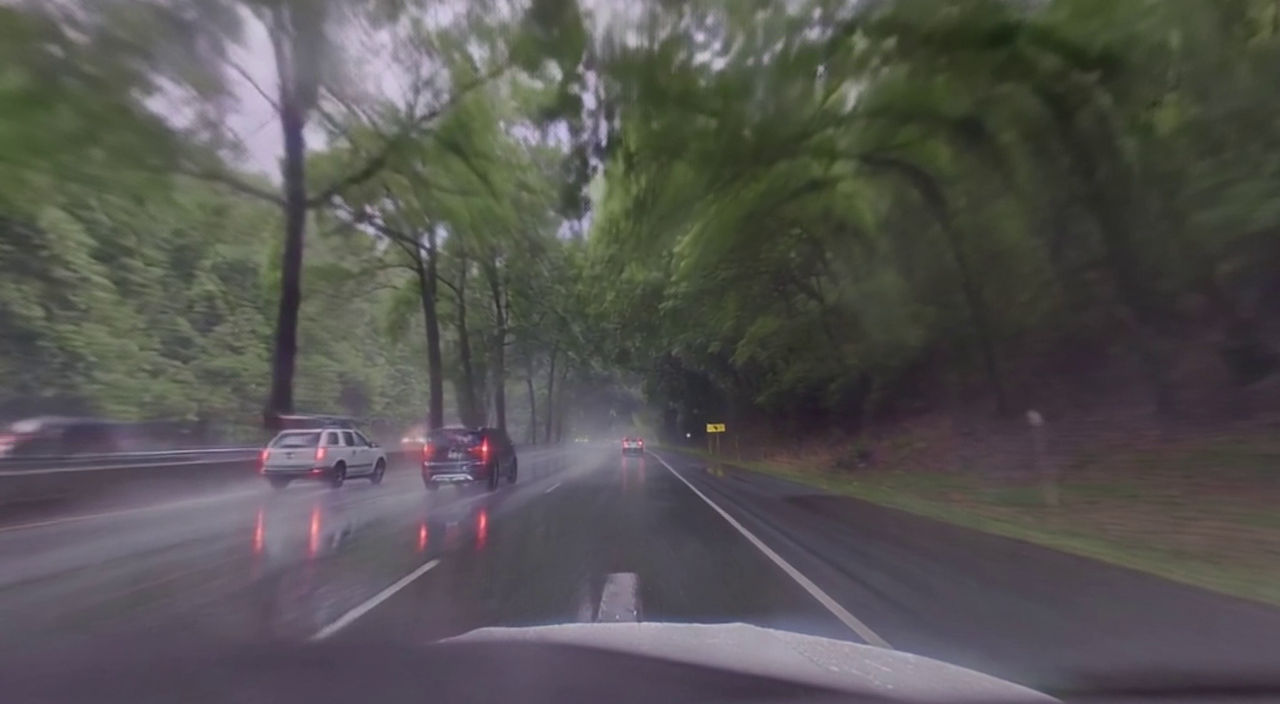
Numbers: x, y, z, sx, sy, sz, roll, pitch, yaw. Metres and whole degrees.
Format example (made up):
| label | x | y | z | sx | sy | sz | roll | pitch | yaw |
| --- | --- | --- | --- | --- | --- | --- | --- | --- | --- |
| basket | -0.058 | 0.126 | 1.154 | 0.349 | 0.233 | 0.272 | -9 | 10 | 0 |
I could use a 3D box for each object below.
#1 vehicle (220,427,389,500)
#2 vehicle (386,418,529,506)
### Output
| label | x | y | z | sx | sy | sz | roll | pitch | yaw |
| --- | --- | --- | --- | --- | --- | --- | --- | --- | --- |
| vehicle | -8.031 | 2.668 | 15.594 | 2.000 | 1.552 | 3.946 | 0 | -8 | -1 |
| vehicle | -3.869 | 2.390 | 14.184 | 2.034 | 1.675 | 4.080 | 0 | -8 | -1 |
